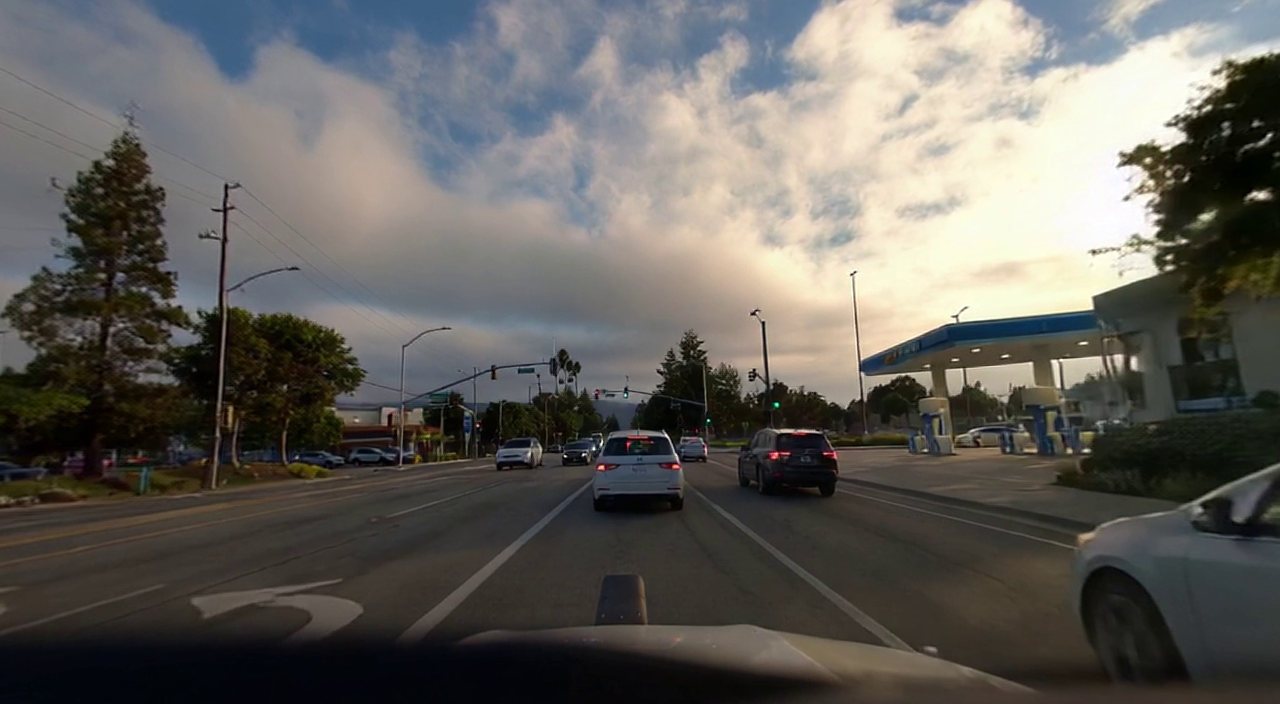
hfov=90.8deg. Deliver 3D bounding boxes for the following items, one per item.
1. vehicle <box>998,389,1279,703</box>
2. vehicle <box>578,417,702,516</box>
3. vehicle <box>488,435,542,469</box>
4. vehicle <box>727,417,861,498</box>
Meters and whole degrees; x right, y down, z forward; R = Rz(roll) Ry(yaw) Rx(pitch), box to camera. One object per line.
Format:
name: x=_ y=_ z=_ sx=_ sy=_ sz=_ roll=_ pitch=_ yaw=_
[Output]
vehicle: x=3.331 y=0.811 z=1.892 sx=1.904 sy=1.472 sz=4.358 roll=0 pitch=-8 yaw=-1
vehicle: x=-0.070 y=2.297 z=13.061 sx=2.164 sy=1.718 sz=3.881 roll=0 pitch=-8 yaw=-2
vehicle: x=-6.515 y=5.283 z=33.529 sx=1.994 sy=1.695 sz=4.471 roll=0 pitch=-8 yaw=-1
vehicle: x=3.770 y=2.715 z=16.586 sx=2.116 sy=1.791 sz=5.006 roll=0 pitch=-8 yaw=-2
